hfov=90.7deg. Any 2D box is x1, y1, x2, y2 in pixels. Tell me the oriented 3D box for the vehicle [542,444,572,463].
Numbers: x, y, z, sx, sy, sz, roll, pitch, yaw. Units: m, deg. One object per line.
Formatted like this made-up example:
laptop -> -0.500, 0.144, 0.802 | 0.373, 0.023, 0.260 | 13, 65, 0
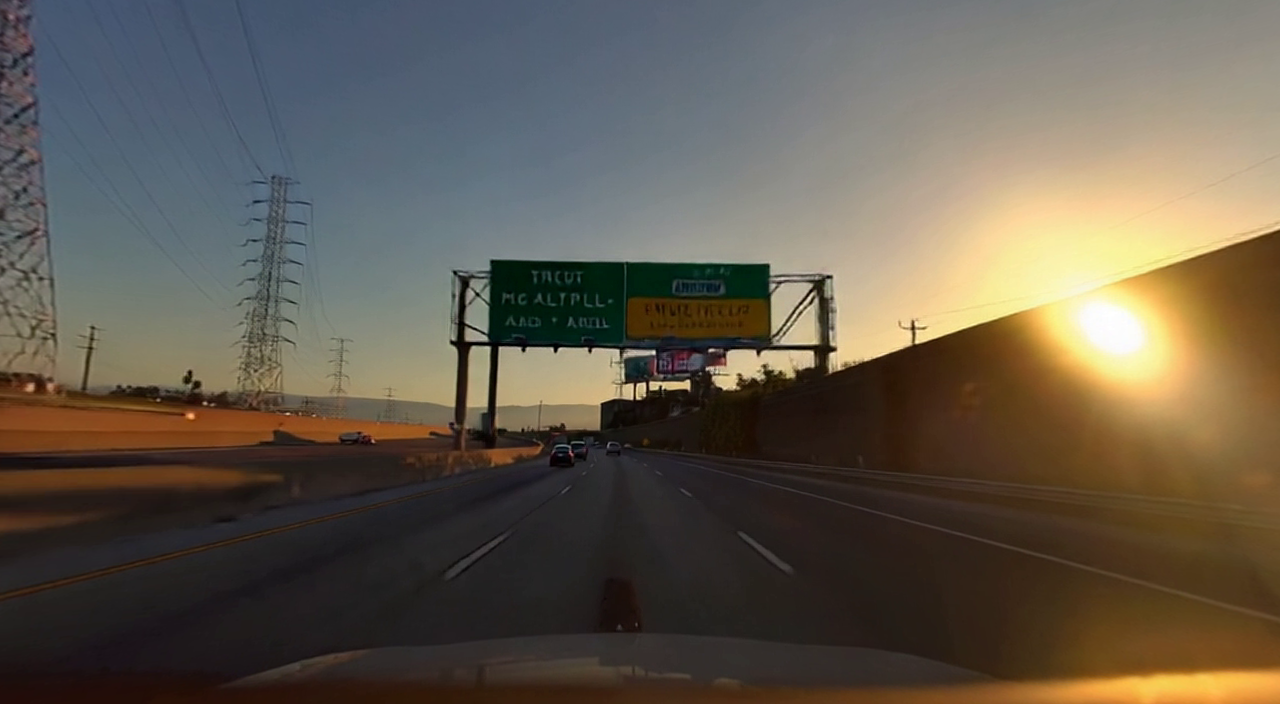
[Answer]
vehicle -> -6.442, 7.935, 49.466 | 1.921, 1.420, 4.078 | 0, -8, -2
